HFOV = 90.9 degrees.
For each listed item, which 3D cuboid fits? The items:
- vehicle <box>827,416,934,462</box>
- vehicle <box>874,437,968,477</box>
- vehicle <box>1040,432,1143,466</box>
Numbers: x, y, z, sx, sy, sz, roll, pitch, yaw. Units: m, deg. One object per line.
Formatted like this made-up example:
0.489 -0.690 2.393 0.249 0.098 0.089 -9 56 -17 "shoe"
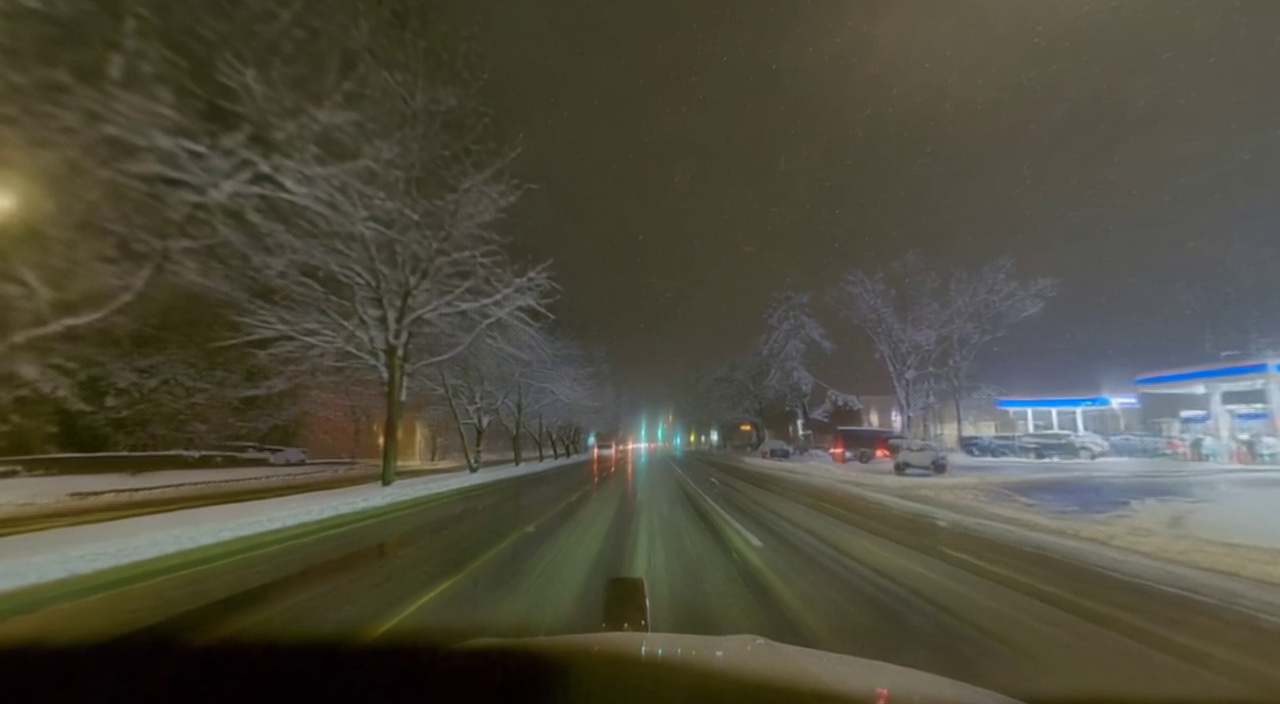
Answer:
15.250 5.562 40.236 5.820 2.752 2.234 0 -8 -1 "vehicle"
11.736 4.407 26.696 1.967 1.500 4.353 -1 -8 1 "vehicle"
21.398 4.565 29.849 4.674 1.471 1.954 4 -9 -28 "vehicle"
